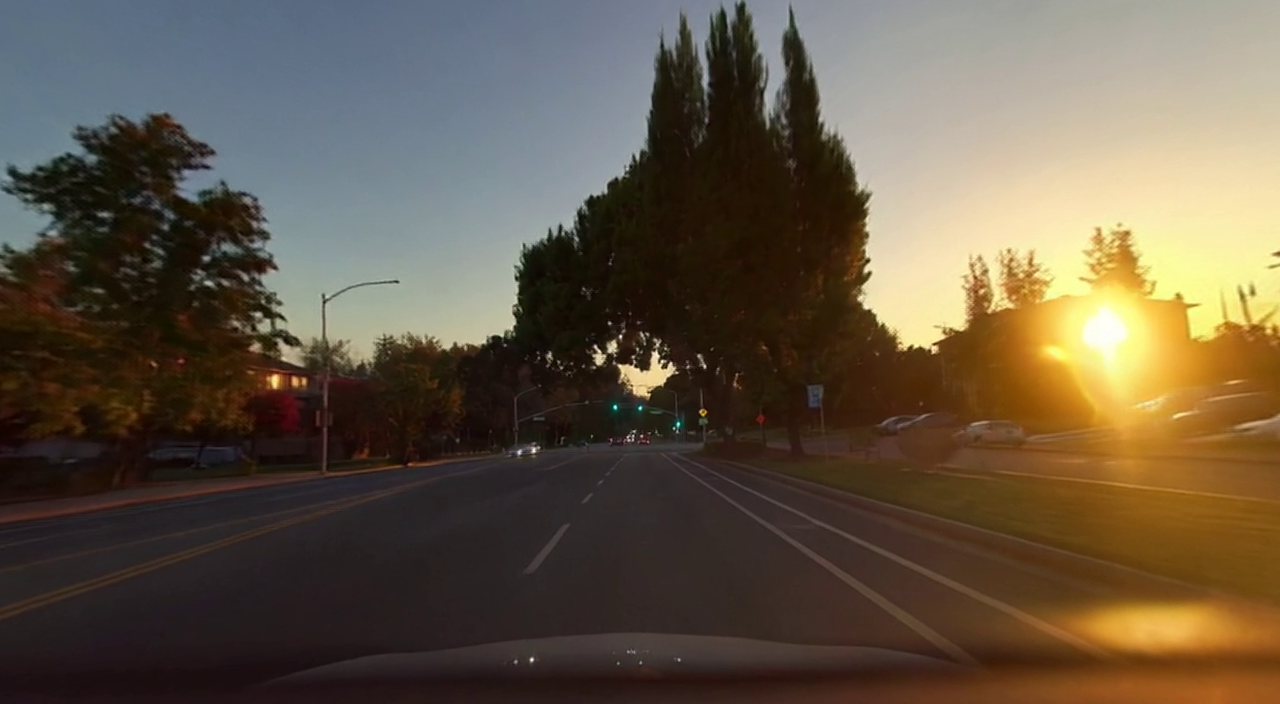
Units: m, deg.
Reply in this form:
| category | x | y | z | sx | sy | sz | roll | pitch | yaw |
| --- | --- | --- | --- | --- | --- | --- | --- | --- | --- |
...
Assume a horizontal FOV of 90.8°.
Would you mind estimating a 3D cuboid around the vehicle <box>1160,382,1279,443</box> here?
| category | x | y | z | sx | sy | sz | roll | pitch | yaw |
| --- | --- | --- | --- | --- | --- | --- | --- | --- | --- |
| vehicle | 22.752 | 2.216 | 23.678 | 4.512 | 1.837 | 2.059 | -6 | -8 | -2 |

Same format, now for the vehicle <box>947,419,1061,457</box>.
| category | x | y | z | sx | sy | sz | roll | pitch | yaw |
| --- | --- | --- | --- | --- | --- | --- | --- | --- | --- |
| vehicle | 15.572 | 3.731 | 27.372 | 1.882 | 1.446 | 4.741 | 0 | -8 | -4 |
